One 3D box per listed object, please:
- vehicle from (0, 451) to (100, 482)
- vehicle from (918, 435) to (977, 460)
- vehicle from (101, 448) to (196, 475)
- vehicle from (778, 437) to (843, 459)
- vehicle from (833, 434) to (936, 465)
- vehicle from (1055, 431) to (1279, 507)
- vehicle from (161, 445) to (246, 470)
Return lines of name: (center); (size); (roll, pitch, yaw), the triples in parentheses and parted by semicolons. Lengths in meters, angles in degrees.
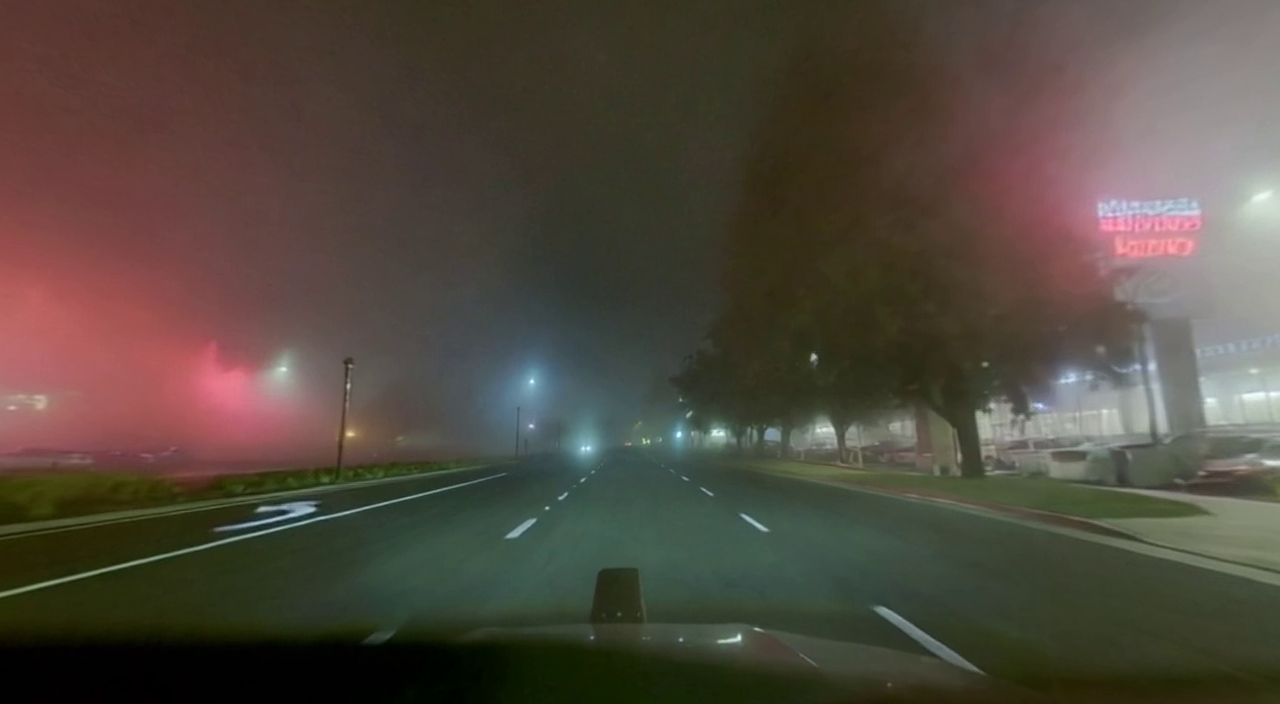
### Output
vehicle: (-30.221, 5.757, 31.797); (4.311, 1.457, 1.808); (0, -8, -2)
vehicle: (22.925, 7.121, 47.274); (1.997, 1.784, 4.921); (0, -8, 1)
vehicle: (-30.702, 6.835, 39.524); (4.323, 1.467, 1.895); (-2, -9, -1)
vehicle: (13.312, 7.542, 49.459); (4.386, 1.570, 2.043); (-1, -9, -2)
vehicle: (14.227, 5.728, 37.018); (5.134, 1.732, 2.047); (0, -8, 0)
vehicle: (12.801, 2.776, 15.443); (1.928, 1.465, 4.874); (-2, -9, -1)
vehicle: (-30.810, 7.445, 44.708); (4.441, 1.667, 2.223); (-1, -8, 6)
